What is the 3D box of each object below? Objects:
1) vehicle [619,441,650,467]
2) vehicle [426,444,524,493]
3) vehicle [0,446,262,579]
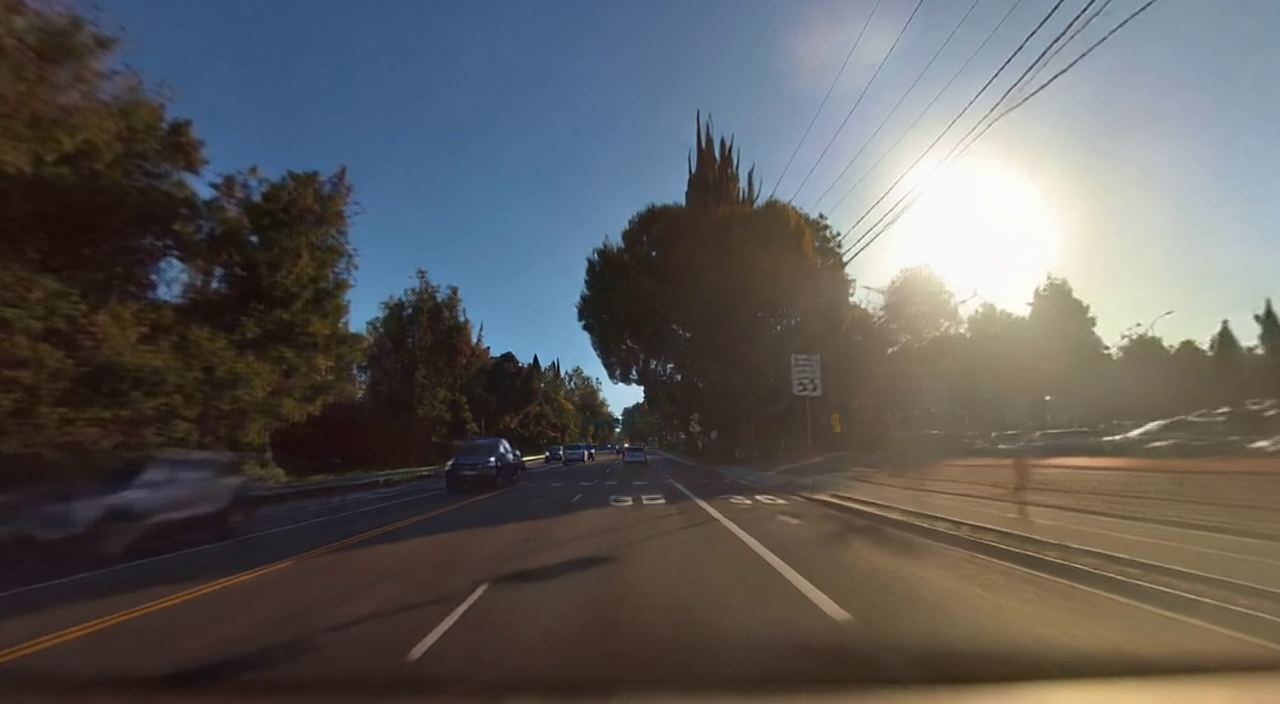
[{"bbox_3d":[-0.403,7.398,45.957,2.163,1.746,4.073,0,-8,-1],"label":"vehicle"},{"bbox_3d":[-6.365,4.533,25.200,2.305,1.685,5.690,-1,-8,1],"label":"vehicle"},{"bbox_3d":[-8.972,2.527,10.917,1.988,1.744,4.687,-1,-8,0],"label":"vehicle"}]
